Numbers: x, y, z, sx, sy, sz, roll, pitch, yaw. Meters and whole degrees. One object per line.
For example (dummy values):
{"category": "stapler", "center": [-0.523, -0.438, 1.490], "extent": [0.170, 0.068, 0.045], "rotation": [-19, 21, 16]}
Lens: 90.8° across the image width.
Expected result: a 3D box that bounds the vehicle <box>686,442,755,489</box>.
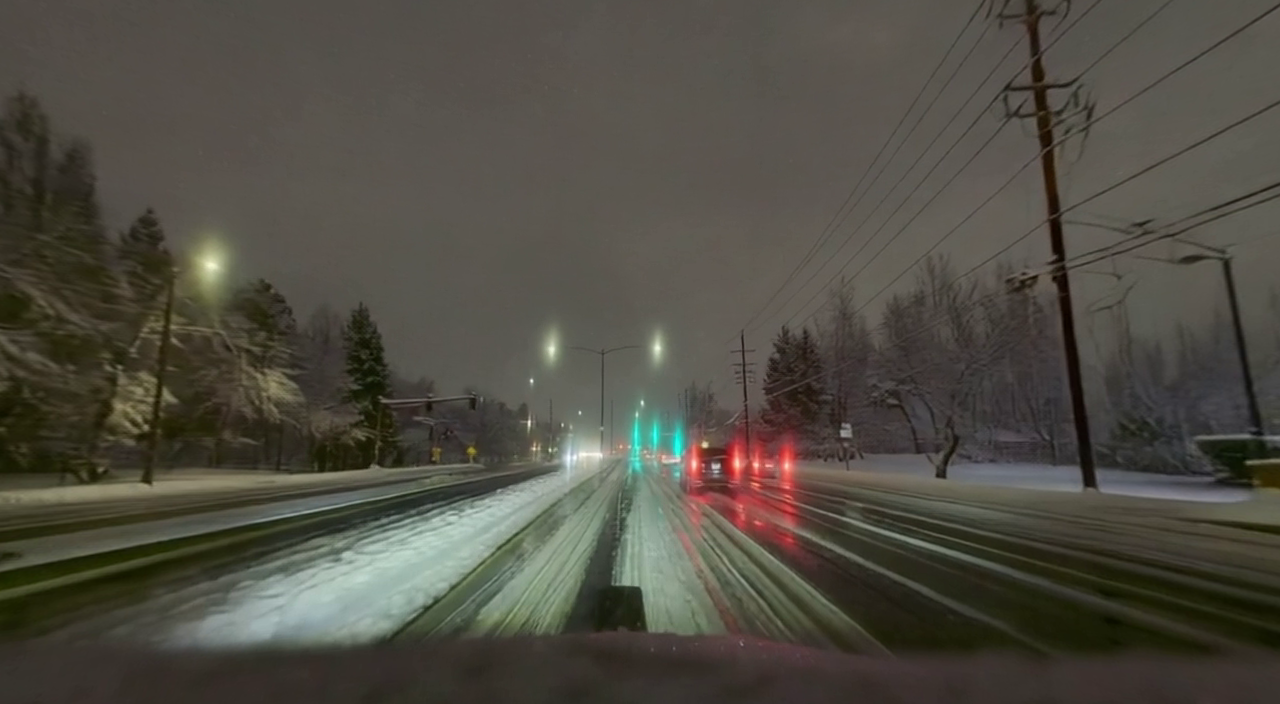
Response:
{"category": "vehicle", "center": [3.008, 4.329, 24.495], "extent": [2.078, 1.668, 4.078], "rotation": [0, -8, -1]}
